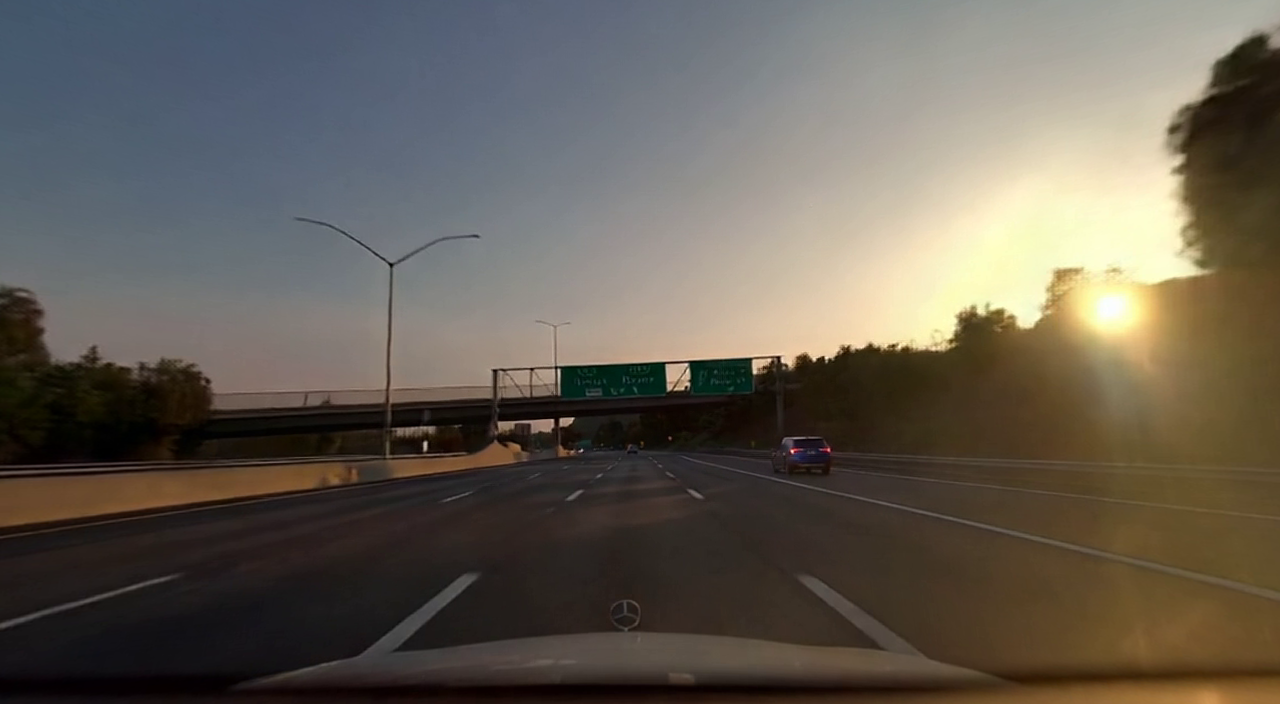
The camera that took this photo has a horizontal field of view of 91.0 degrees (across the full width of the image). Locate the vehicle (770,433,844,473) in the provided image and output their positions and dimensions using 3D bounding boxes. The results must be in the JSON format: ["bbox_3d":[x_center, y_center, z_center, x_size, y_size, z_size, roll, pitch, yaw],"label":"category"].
[{"bbox_3d":[7.709,4.730,29.544,2.091,1.711,4.383,0,-9,-2],"label":"vehicle"}]
